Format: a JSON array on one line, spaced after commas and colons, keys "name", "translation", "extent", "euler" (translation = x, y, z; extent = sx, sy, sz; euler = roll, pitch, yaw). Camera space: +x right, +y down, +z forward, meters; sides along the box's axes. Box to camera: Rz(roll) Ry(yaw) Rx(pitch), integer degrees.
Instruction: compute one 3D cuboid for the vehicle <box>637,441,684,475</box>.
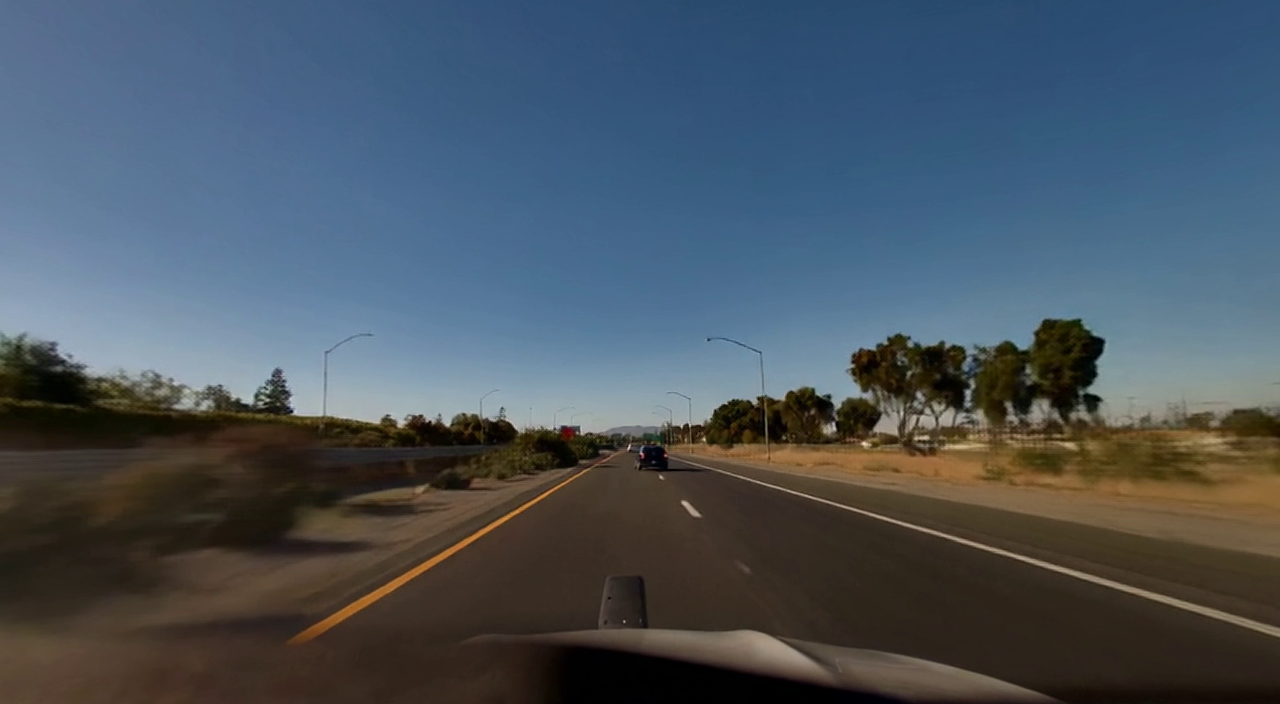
[{"name": "vehicle", "translation": [0.880, 4.939, 29.659], "extent": [1.991, 1.475, 4.302], "euler": [0, -8, -1]}]
